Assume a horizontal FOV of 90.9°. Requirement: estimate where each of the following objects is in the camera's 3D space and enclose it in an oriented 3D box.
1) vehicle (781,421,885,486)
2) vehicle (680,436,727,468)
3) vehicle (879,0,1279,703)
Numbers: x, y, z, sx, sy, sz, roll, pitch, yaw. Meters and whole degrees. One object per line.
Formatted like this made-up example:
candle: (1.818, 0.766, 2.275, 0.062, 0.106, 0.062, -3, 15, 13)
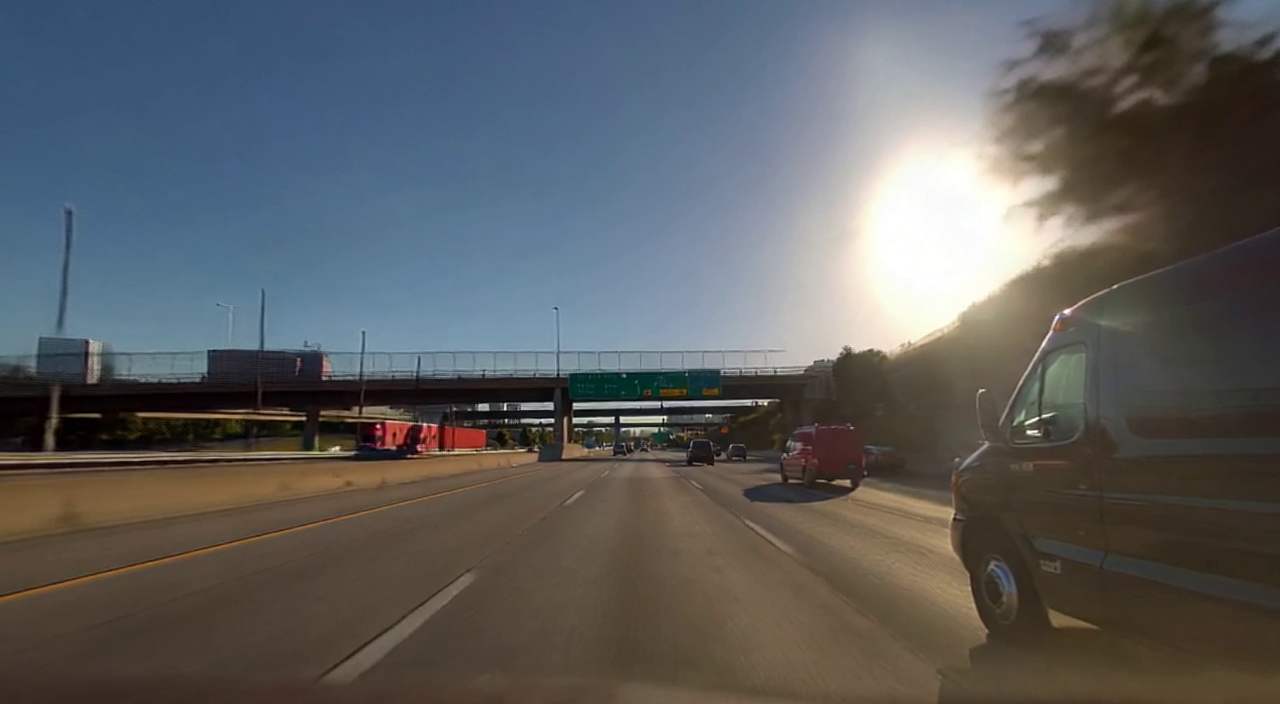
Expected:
vehicle: (7.245, 3.868, 24.420, 2.301, 2.203, 5.419, 0, -8, 0)
vehicle: (4.119, 6.636, 41.960, 2.464, 1.961, 5.520, 0, -8, -1)
vehicle: (3.165, 0.195, 1.498, 2.436, 2.745, 7.034, 0, -8, 0)
